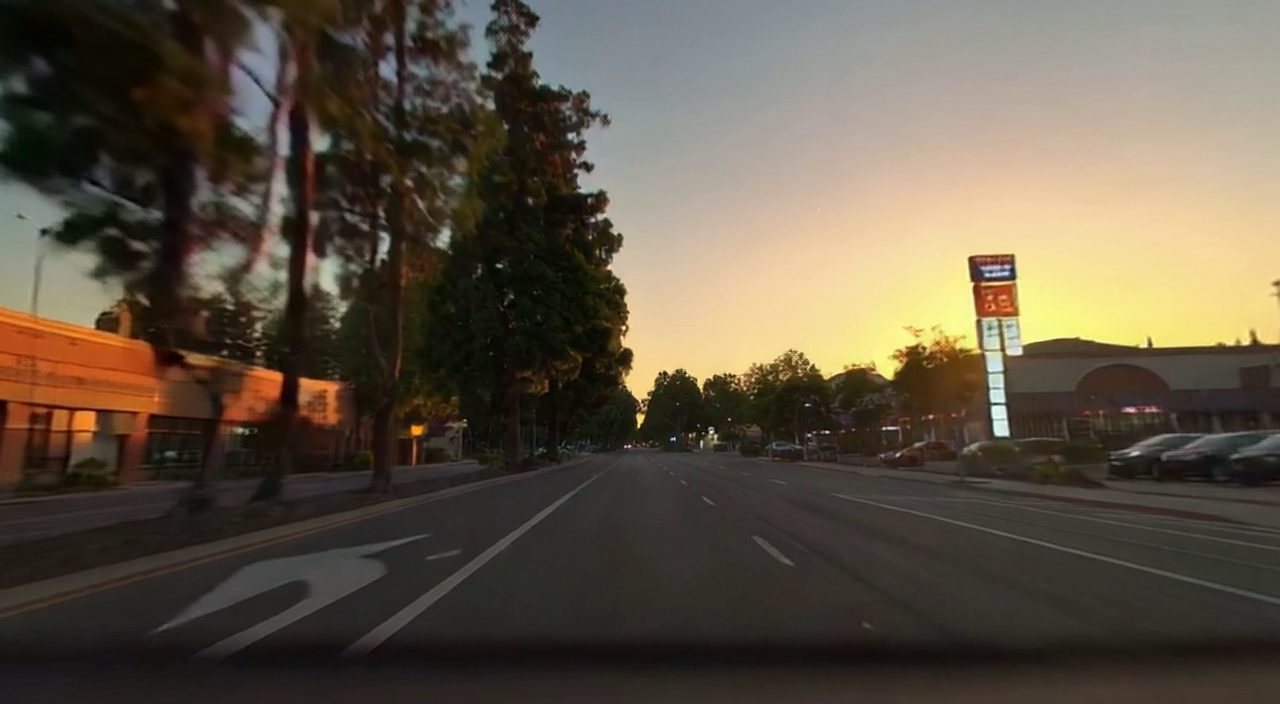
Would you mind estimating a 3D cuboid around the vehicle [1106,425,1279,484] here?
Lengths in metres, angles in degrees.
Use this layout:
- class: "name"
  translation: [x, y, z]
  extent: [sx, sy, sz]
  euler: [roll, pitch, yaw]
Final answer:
- class: "vehicle"
  translation: [17.917, 3.196, 19.820]
  extent: [4.935, 1.753, 1.958]
  euler: [0, -9, 1]

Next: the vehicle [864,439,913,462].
- class: "vehicle"
  translation: [18.845, 7.517, 48.102]
  extent: [1.886, 1.670, 4.562]
  euler: [0, -9, 1]

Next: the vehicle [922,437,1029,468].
- class: "vehicle"
  translation: [17.018, 5.125, 32.223]
  extent: [4.324, 1.536, 1.947]
  euler: [0, -9, -1]
